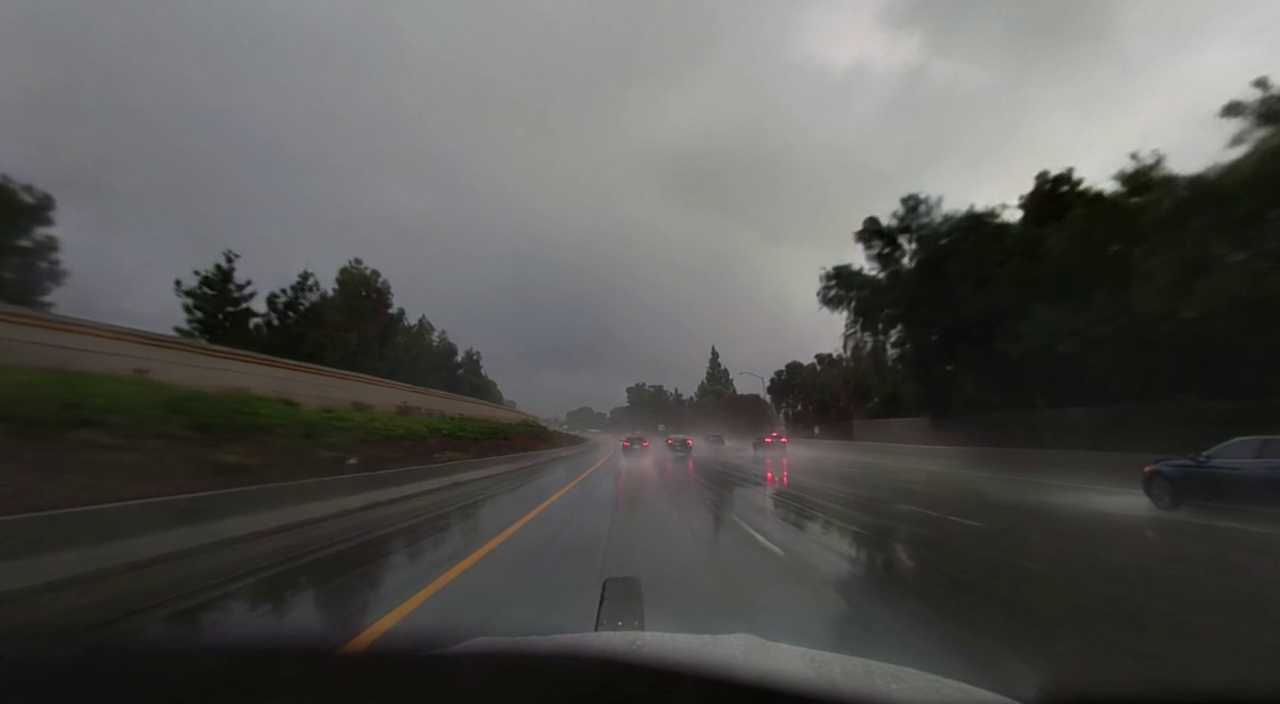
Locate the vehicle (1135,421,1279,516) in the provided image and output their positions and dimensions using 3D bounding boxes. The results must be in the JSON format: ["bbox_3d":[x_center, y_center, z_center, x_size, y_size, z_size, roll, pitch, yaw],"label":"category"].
[{"bbox_3d":[11.324,1.953,10.656,2.041,1.517,4.645,0,-8,-1],"label":"vehicle"}]

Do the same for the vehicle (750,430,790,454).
[{"bbox_3d":[10.083,7.054,49.166,2.077,1.763,4.472,0,-8,-2],"label":"vehicle"}]
